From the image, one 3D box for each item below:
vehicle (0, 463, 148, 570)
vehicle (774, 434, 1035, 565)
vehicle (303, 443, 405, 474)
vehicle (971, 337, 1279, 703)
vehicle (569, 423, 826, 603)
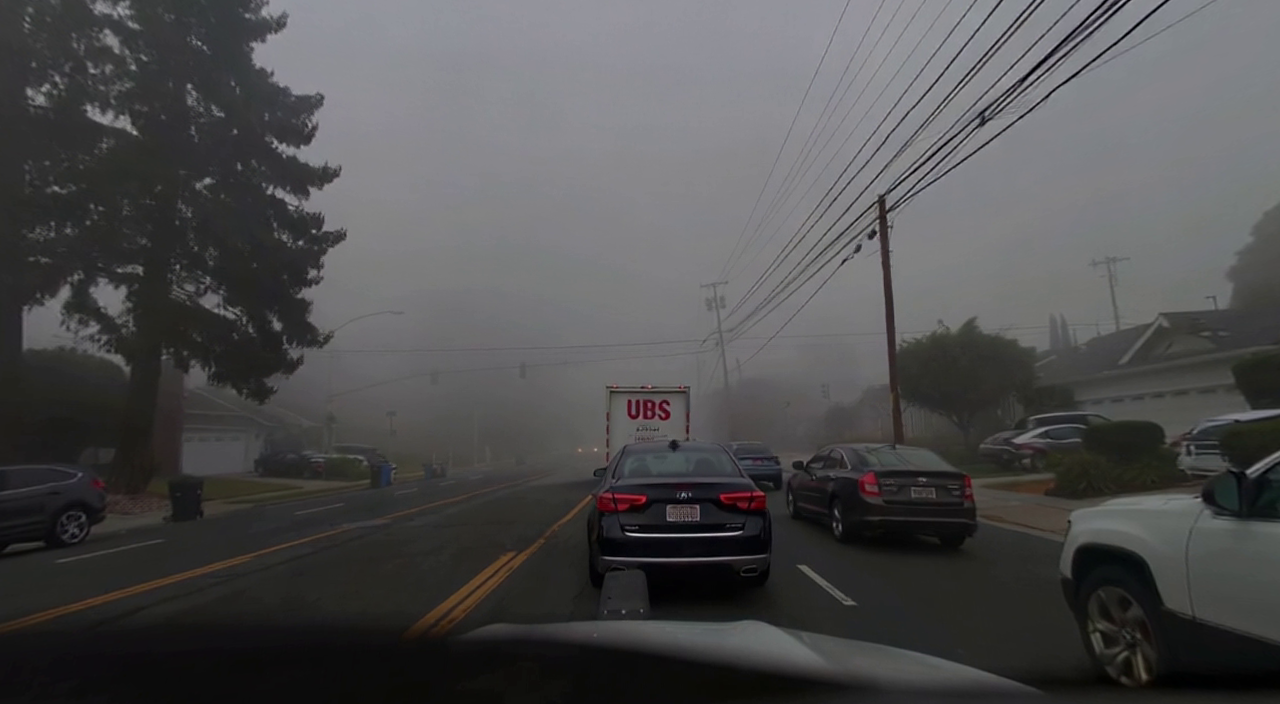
[{"bbox_3d":[-10.342,2.494,9.491,1.925,1.482,4.753,0,-8,0],"label":"vehicle"},{"bbox_3d":[3.525,2.035,9.504,1.993,1.479,4.487,0,-8,0],"label":"vehicle"},{"bbox_3d":[-17.402,6.492,38.303,5.274,1.793,1.921,0,-9,3],"label":"vehicle"},{"bbox_3d":[3.320,0.770,1.930,2.069,1.722,4.888,0,-9,2],"label":"vehicle"},{"bbox_3d":[0.484,1.687,7.543,2.158,1.499,4.377,0,-8,0],"label":"vehicle"}]
